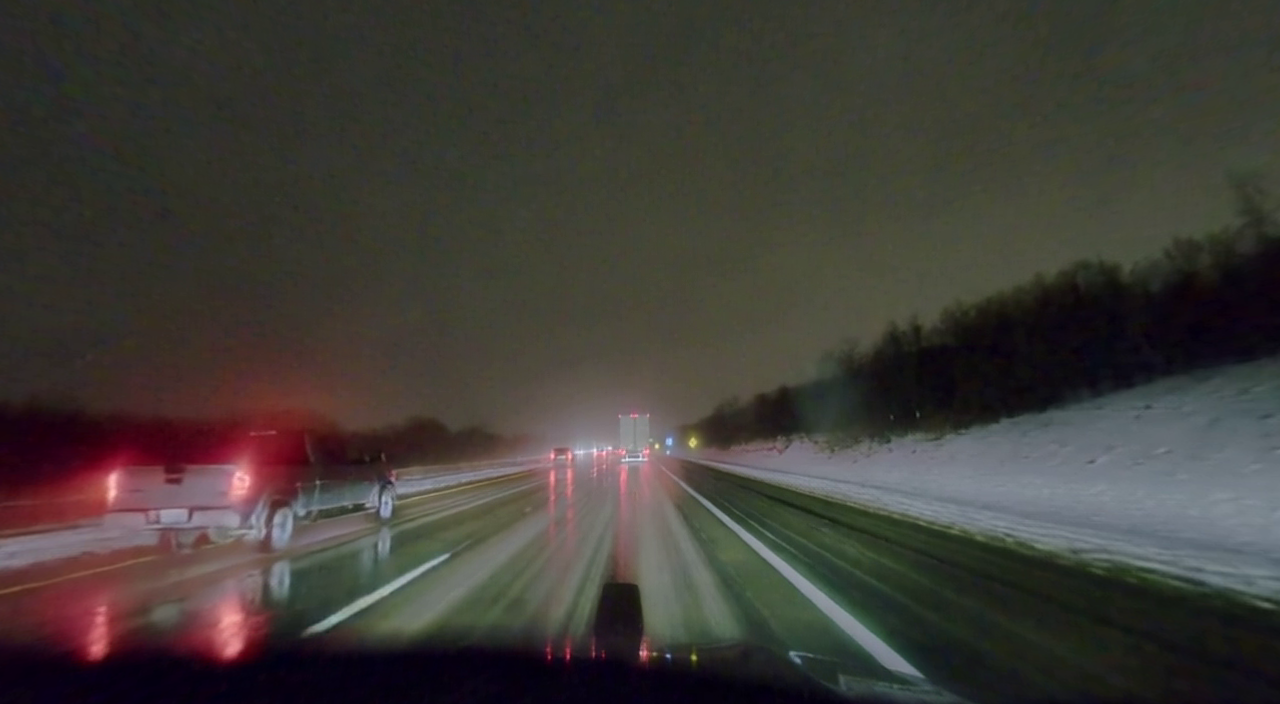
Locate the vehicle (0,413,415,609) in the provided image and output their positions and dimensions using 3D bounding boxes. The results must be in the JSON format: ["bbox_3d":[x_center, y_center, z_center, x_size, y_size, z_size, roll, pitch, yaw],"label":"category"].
[{"bbox_3d":[-4.444,1.653,7.446,1.991,1.618,4.211,0,-9,0],"label":"vehicle"}]

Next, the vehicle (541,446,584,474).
[{"bbox_3d":[-4.426,6.230,36.688,1.978,1.507,4.062,0,-9,0],"label":"vehicle"}]
